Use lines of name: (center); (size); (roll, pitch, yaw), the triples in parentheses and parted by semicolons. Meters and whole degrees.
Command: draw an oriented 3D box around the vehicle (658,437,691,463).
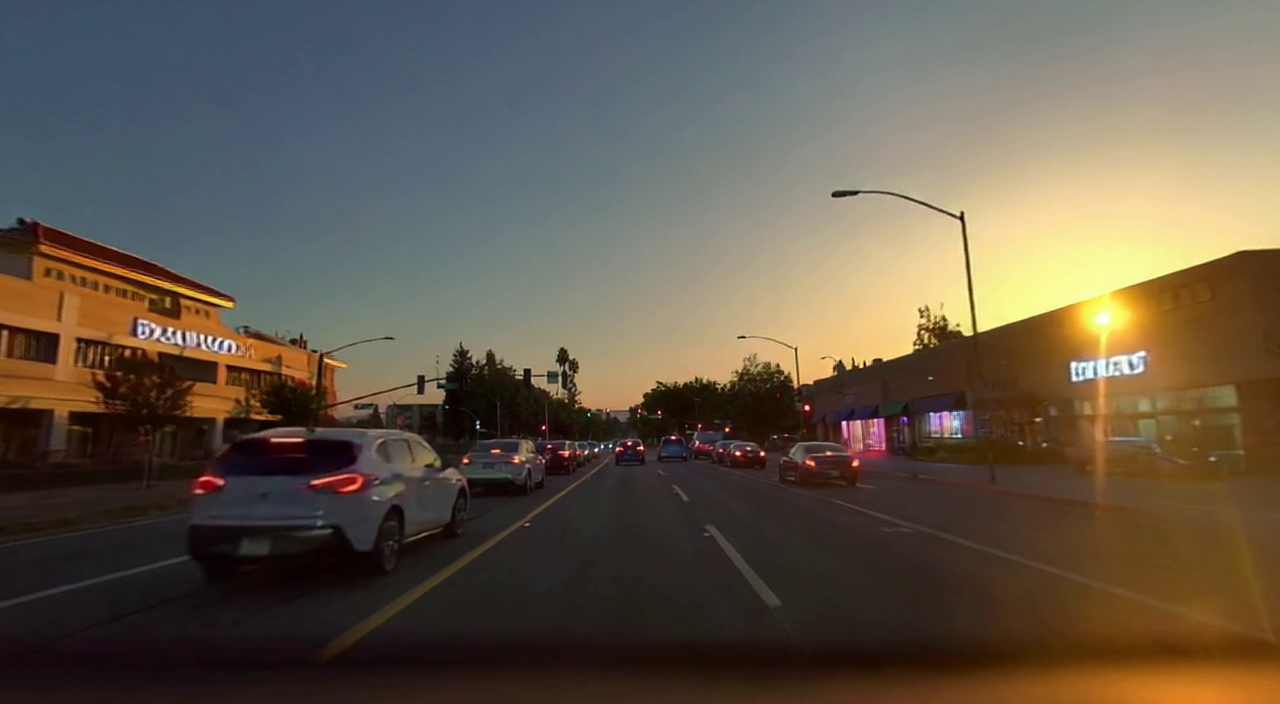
vehicle: (2.451, 7.049, 45.448); (2.018, 1.779, 4.338); (0, -8, -1)

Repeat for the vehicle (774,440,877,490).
vehicle: (5.935, 3.661, 20.863); (2.017, 1.453, 4.497); (0, -8, 0)

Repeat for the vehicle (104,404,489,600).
vehicle: (-3.449, 1.597, 7.601); (2.143, 1.643, 4.336); (0, -8, 1)

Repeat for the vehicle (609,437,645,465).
vehicle: (-0.888, 6.630, 42.465); (2.261, 1.741, 4.255); (0, -8, -1)

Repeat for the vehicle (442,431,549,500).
vehicle: (-3.760, 3.023, 17.193); (1.934, 1.624, 3.964); (0, -8, 0)

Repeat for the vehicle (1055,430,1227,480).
vehicle: (16.380, 3.395, 21.060); (1.819, 1.457, 4.680); (0, -8, -1)

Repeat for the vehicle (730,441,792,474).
vehicle: (5.790, 5.118, 30.927); (1.969, 1.502, 4.663); (0, -8, -2)
